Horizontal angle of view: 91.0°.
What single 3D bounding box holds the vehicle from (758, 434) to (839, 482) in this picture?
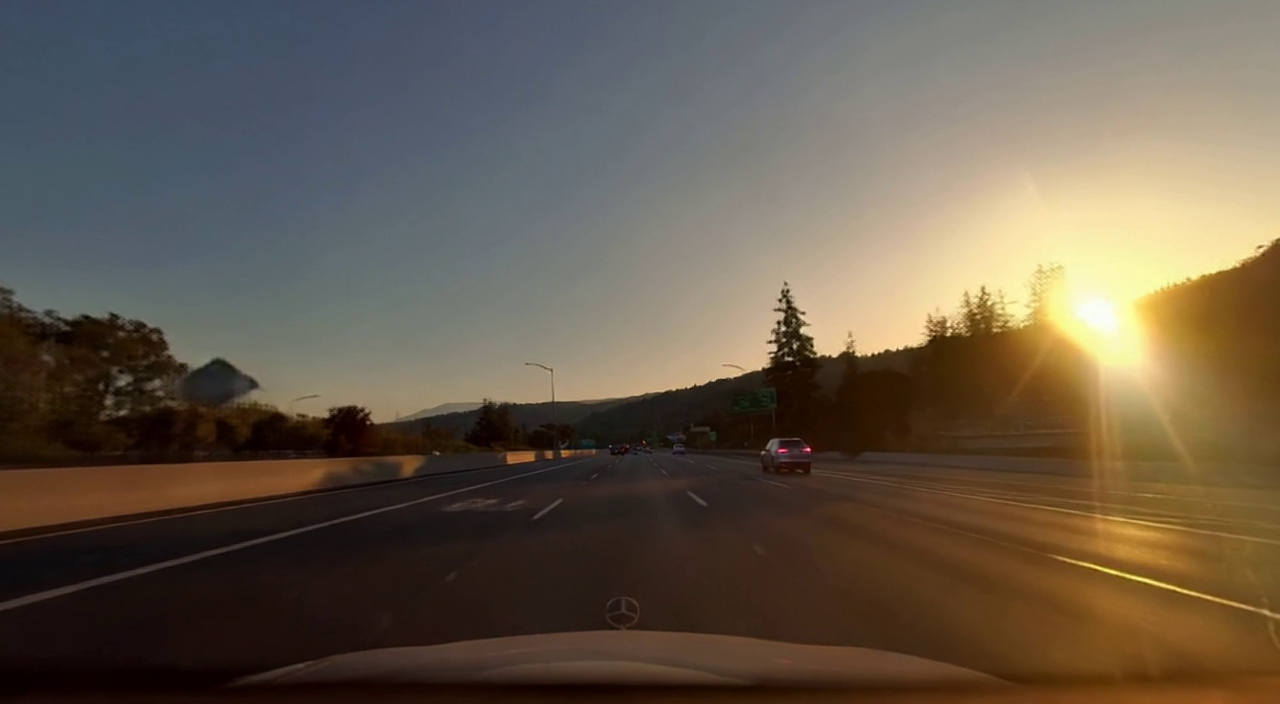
[{"bbox_3d":[6.298,4.266,25.634,2.096,1.767,4.601,0,-9,0],"label":"vehicle"}]
